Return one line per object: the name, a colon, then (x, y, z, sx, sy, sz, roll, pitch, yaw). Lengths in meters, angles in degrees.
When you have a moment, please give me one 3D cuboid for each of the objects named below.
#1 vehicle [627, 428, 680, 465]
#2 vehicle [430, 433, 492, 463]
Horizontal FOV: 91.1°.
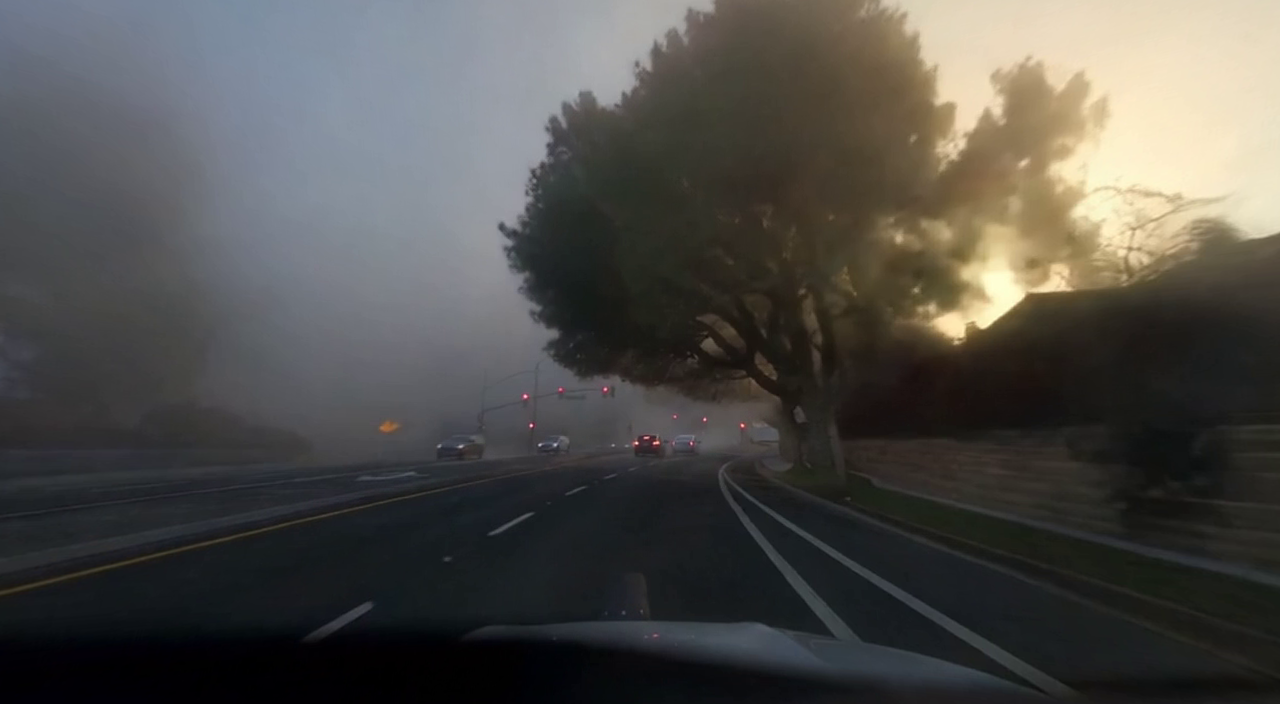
vehicle: (0.787, 5.044, 33.536, 2.152, 1.822, 4.391, -1, -9, 10)
vehicle: (-11.043, 6.000, 39.150, 2.111, 1.751, 4.757, -1, -9, 5)
